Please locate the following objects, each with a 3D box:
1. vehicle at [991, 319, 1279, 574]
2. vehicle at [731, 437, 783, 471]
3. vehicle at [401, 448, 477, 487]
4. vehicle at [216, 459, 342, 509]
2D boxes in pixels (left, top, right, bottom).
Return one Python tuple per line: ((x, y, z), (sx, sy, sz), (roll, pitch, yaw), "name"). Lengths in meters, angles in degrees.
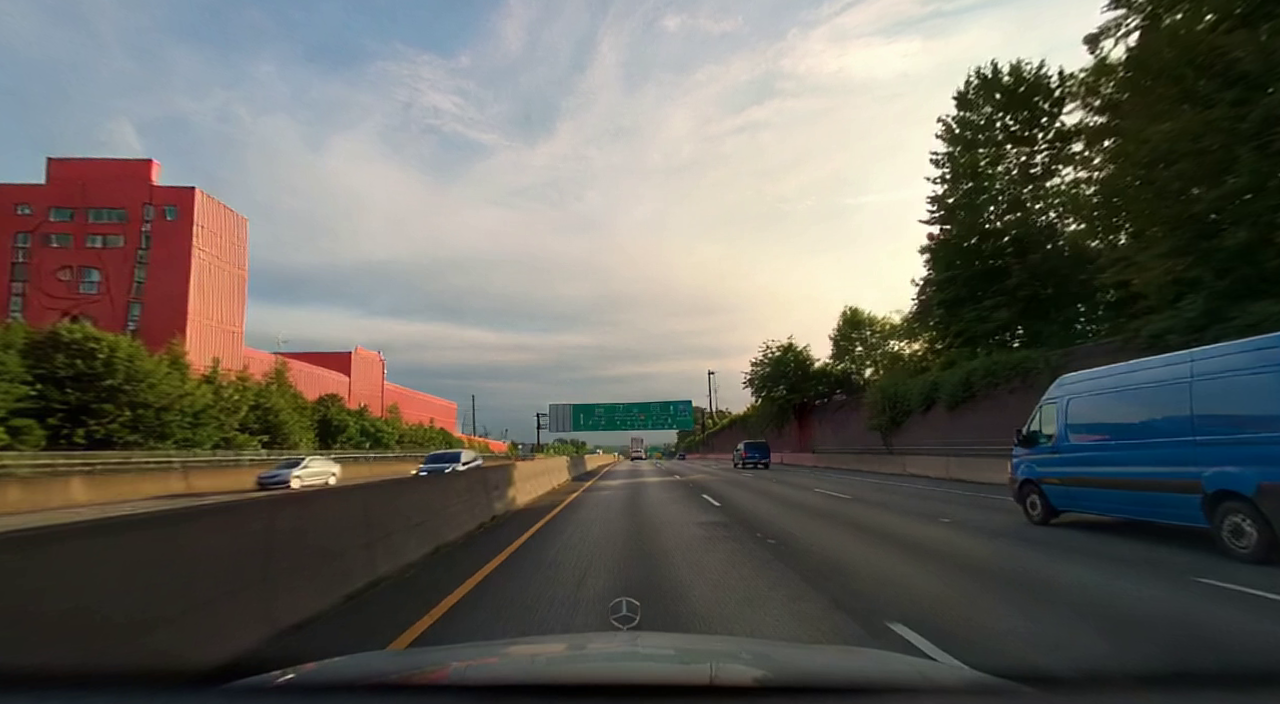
((7.791, 1.301, 8.607), (2.283, 2.631, 6.053), (0, -9, -1), "vehicle")
((7.128, 6.275, 38.831), (2.156, 1.943, 5.010), (0, -9, -1), "vehicle")
((-8.569, 4.932, 27.157), (1.932, 1.518, 4.068), (0, -9, 0), "vehicle")
((-12.090, 4.415, 21.417), (1.821, 1.433, 4.166), (0, -9, -1), "vehicle")
